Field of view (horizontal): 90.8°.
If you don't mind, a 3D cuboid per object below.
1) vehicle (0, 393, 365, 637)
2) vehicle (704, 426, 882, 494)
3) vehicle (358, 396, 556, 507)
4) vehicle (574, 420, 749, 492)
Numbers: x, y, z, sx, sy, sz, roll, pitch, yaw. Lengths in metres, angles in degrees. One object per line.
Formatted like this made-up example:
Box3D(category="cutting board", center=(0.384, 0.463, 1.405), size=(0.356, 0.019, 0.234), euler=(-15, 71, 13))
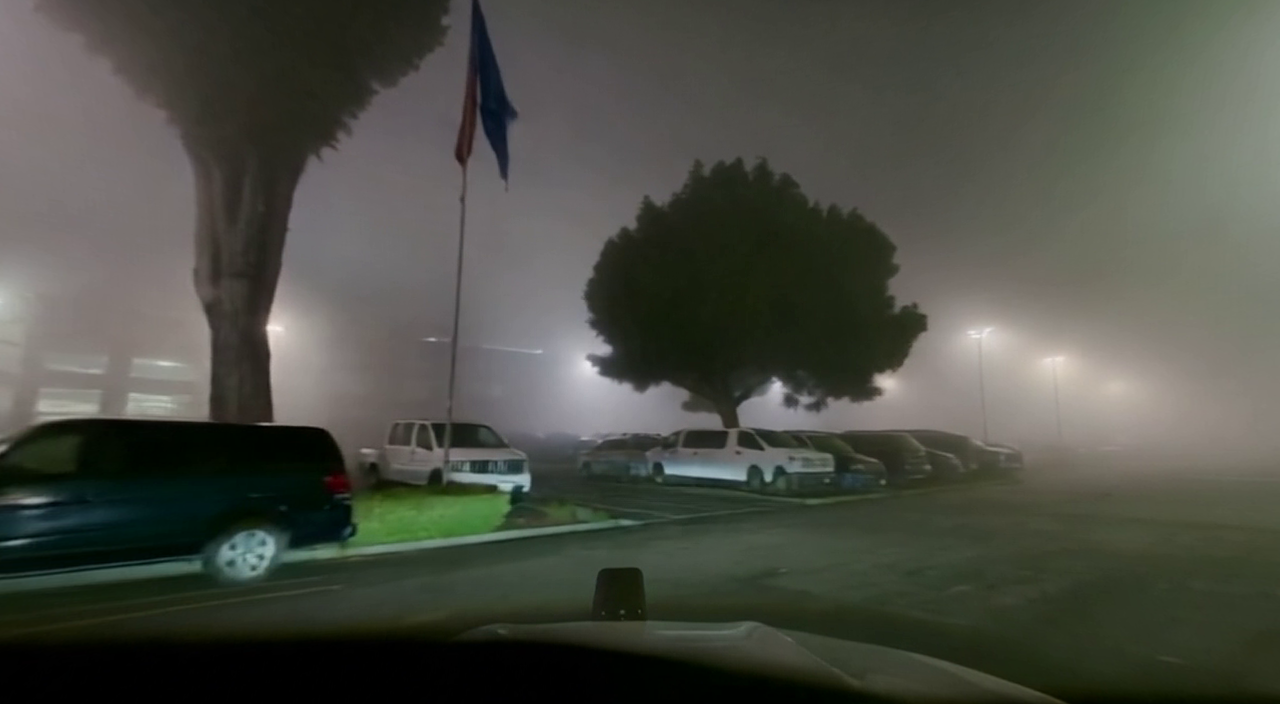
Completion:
Box3D(category="vehicle", center=(-5.576, 1.401, 5.913), size=(4.992, 1.894, 2.043), euler=(8, -11, -42))
Box3D(category="vehicle", center=(5.640, 4.033, 24.347), size=(2.242, 2.227, 6.505), euler=(5, -9, -41))
Box3D(category="vehicle", center=(-4.945, 2.549, 16.421), size=(2.491, 2.324, 5.986), euler=(7, -11, -41))
Box3D(category="vehicle", center=(0.493, 3.526, 22.161), size=(2.228, 2.126, 6.632), euler=(5, -9, -40))
